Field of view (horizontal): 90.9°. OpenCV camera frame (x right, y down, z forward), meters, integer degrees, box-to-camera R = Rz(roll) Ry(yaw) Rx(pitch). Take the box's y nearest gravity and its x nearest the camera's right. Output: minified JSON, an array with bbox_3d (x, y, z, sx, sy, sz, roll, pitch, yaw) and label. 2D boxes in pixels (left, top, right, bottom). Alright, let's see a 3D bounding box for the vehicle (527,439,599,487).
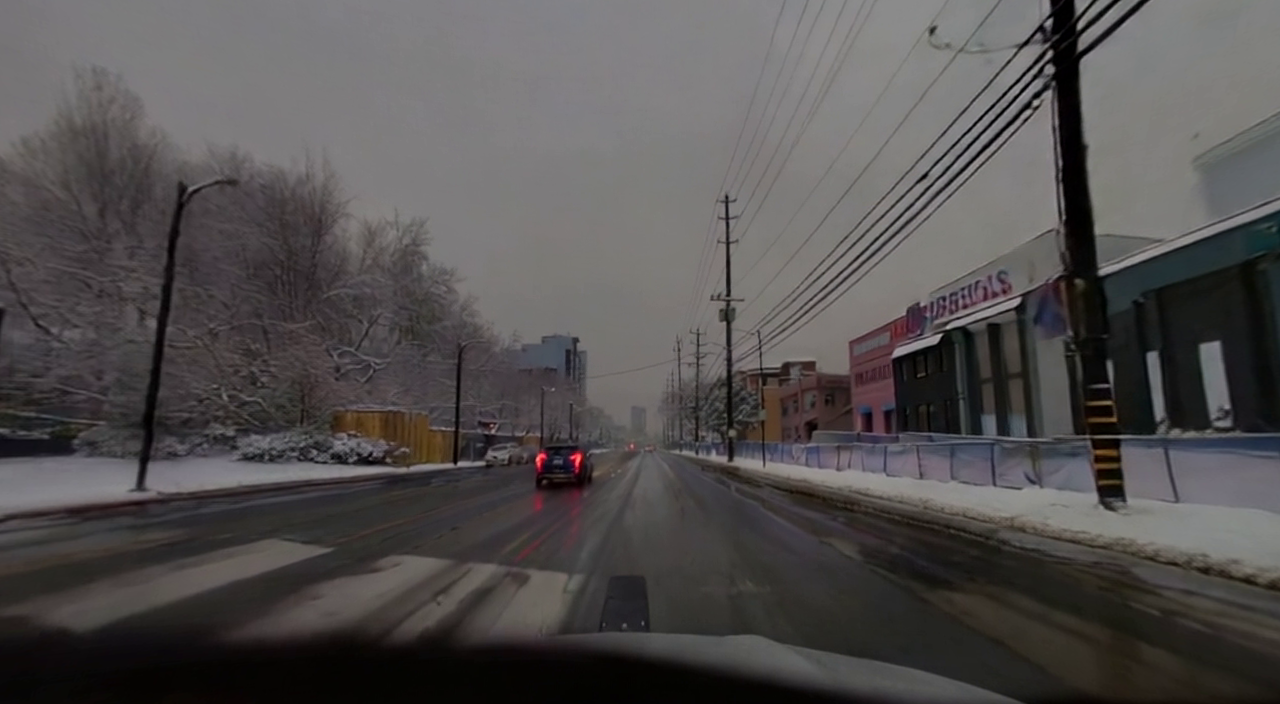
[{"bbox_3d":[-2.760,4.110,23.719,2.036,1.589,4.549,0,-9,1],"label":"vehicle"}]
